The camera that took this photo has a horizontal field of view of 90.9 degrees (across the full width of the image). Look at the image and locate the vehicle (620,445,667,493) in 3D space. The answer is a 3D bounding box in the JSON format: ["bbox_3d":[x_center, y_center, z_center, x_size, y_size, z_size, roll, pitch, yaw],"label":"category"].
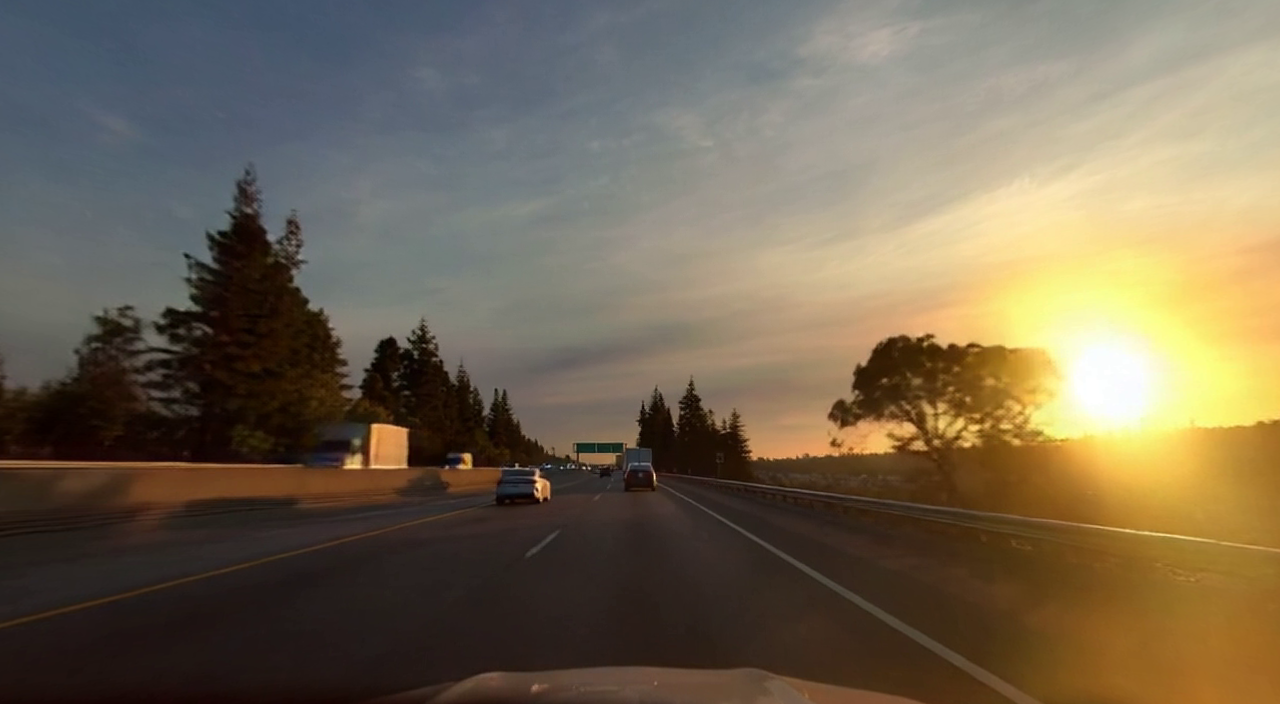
[{"bbox_3d":[0.106,6.826,36.712,2.482,2.549,5.447,1,-11,-2],"label":"vehicle"}]

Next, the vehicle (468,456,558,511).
[{"bbox_3d":[-4.046,4.280,20.726,2.100,1.605,3.883,1,-11,0],"label":"vehicle"}]

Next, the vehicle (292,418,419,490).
[{"bbox_3d":[-12.861,4.810,29.346,2.627,2.899,7.080,1,-11,-1],"label":"vehicle"}]
